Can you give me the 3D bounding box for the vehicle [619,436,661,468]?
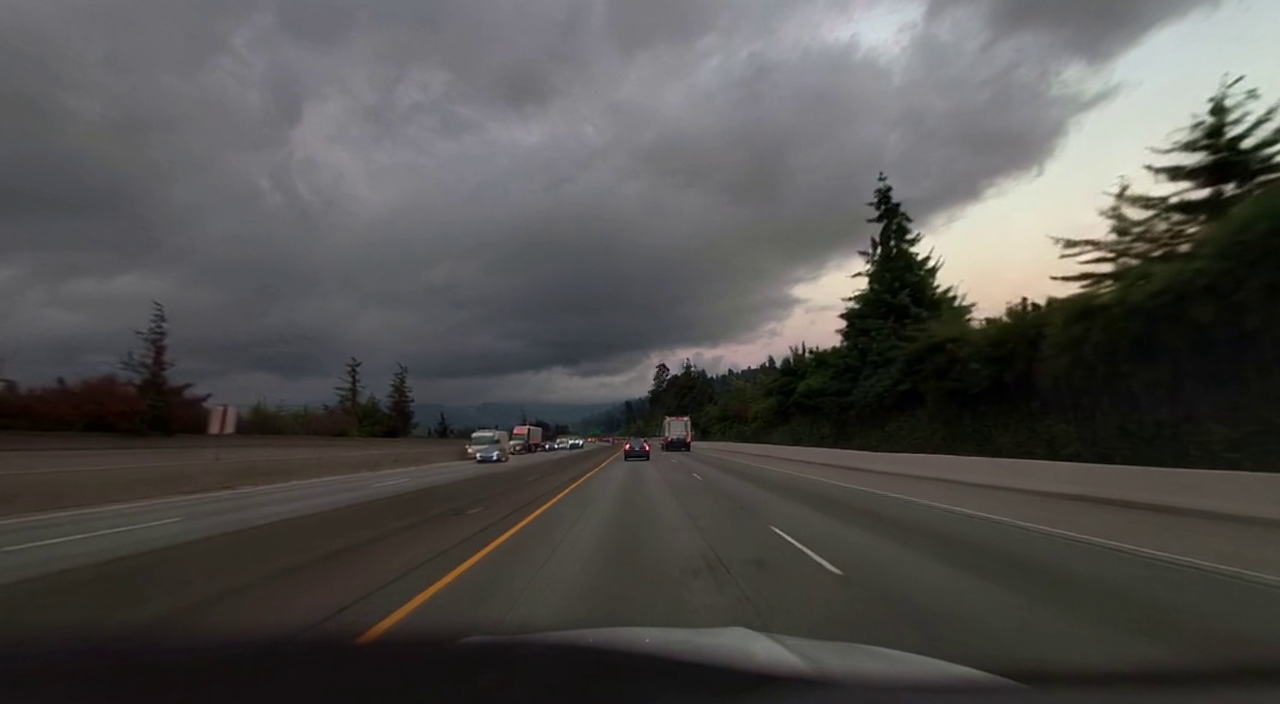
[{"bbox_3d":[-0.019,5.077,32.044,2.004,1.472,4.075,0,-8,-1],"label":"vehicle"}]
